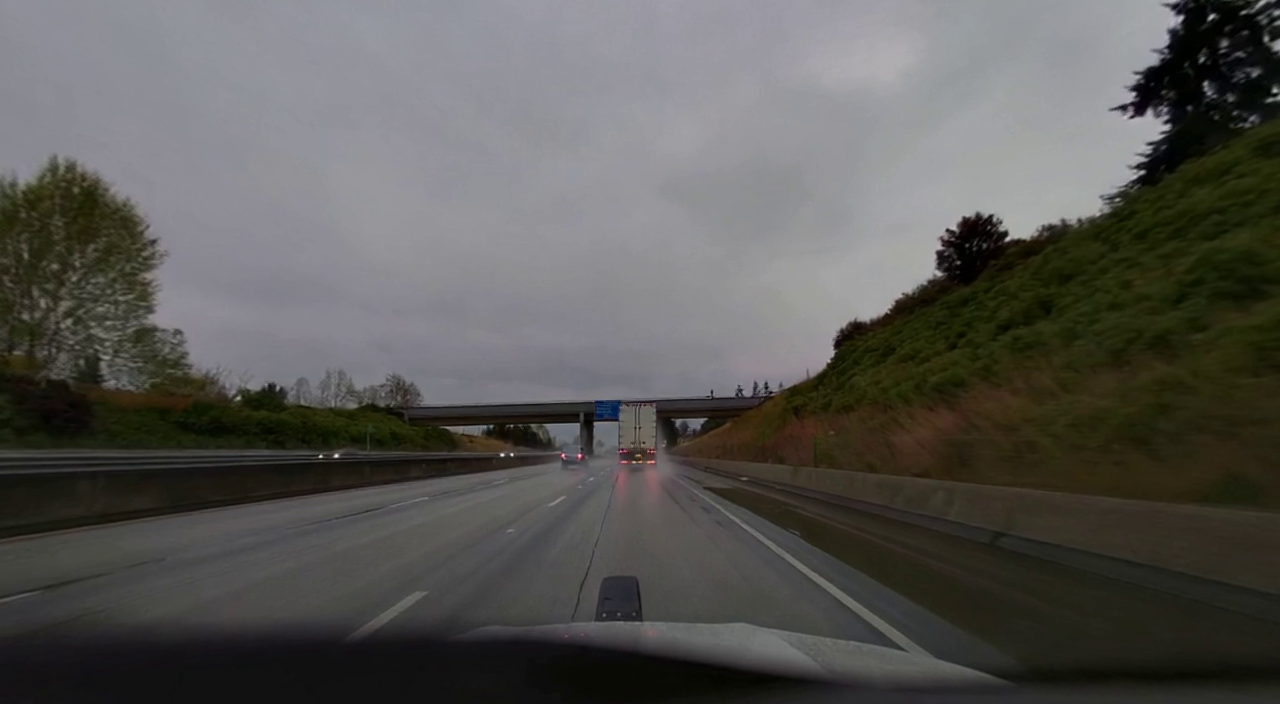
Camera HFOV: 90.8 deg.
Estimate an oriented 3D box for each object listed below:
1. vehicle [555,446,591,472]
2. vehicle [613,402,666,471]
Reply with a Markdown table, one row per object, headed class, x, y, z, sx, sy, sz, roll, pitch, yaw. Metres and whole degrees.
| class | x | y | z | sx | sy | sz | roll | pitch | yaw |
| --- | --- | --- | --- | --- | --- | --- | --- | --- | --- |
| vehicle | -4.354 | 6.978 | 41.392 | 2.005 | 1.595 | 4.253 | 0 | -9 | -2 |
| vehicle | -0.186 | 5.844 | 42.747 | 3.033 | 3.985 | 12.383 | 0 | -9 | -1 |
